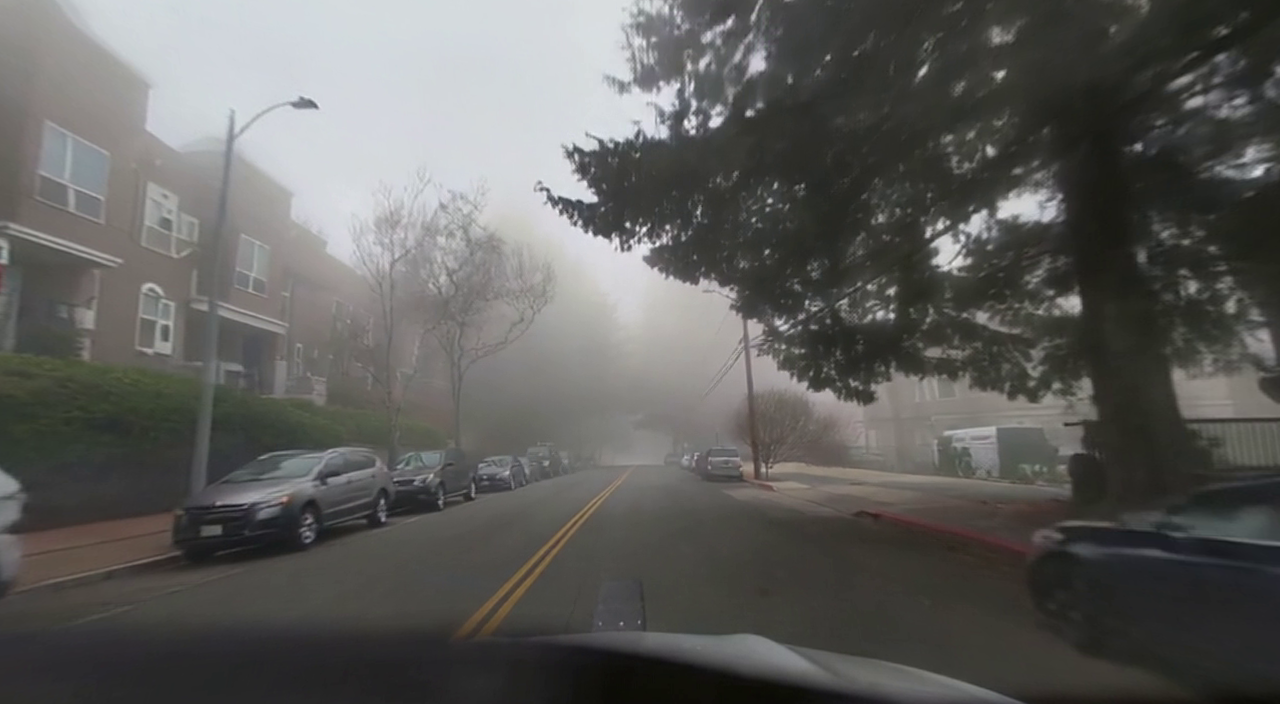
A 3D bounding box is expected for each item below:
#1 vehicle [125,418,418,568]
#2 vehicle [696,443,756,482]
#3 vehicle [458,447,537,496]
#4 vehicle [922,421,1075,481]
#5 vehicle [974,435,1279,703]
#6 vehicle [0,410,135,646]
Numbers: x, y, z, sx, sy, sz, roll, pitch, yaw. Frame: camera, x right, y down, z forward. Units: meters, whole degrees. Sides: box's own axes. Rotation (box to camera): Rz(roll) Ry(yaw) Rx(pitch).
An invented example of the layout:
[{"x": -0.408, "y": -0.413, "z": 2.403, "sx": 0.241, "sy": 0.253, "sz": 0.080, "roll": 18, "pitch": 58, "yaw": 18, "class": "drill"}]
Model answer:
[{"x": -6.219, "y": 2.498, "z": 11.758, "sx": 2.120, "sy": 1.989, "sz": 5.616, "roll": -3, "pitch": -10, "yaw": 0, "class": "vehicle"}, {"x": 4.074, "y": 5.311, "z": 30.541, "sx": 2.328, "sy": 1.730, "sz": 4.225, "roll": 0, "pitch": -9, "yaw": 0, "class": "vehicle"}, {"x": -6.003, "y": 5.053, "z": 27.069, "sx": 2.247, "sy": 1.698, "sz": 4.944, "roll": -4, "pitch": -8, "yaw": -1, "class": "vehicle"}, {"x": 14.028, "y": 3.964, "z": 25.313, "sx": 2.229, "sy": 2.040, "sz": 6.832, "roll": 0, "pitch": -9, "yaw": 1, "class": "vehicle"}, {"x": 3.800, "y": 1.135, "z": 3.059, "sx": 1.901, "sy": 1.439, "sz": 4.131, "roll": 0, "pitch": -9, "yaw": -3, "class": "vehicle"}, {"x": -6.190, "y": 1.303, "z": 3.935, "sx": 2.056, "sy": 1.876, "sz": 4.824, "roll": -2, "pitch": -8, "yaw": 0, "class": "vehicle"}]
